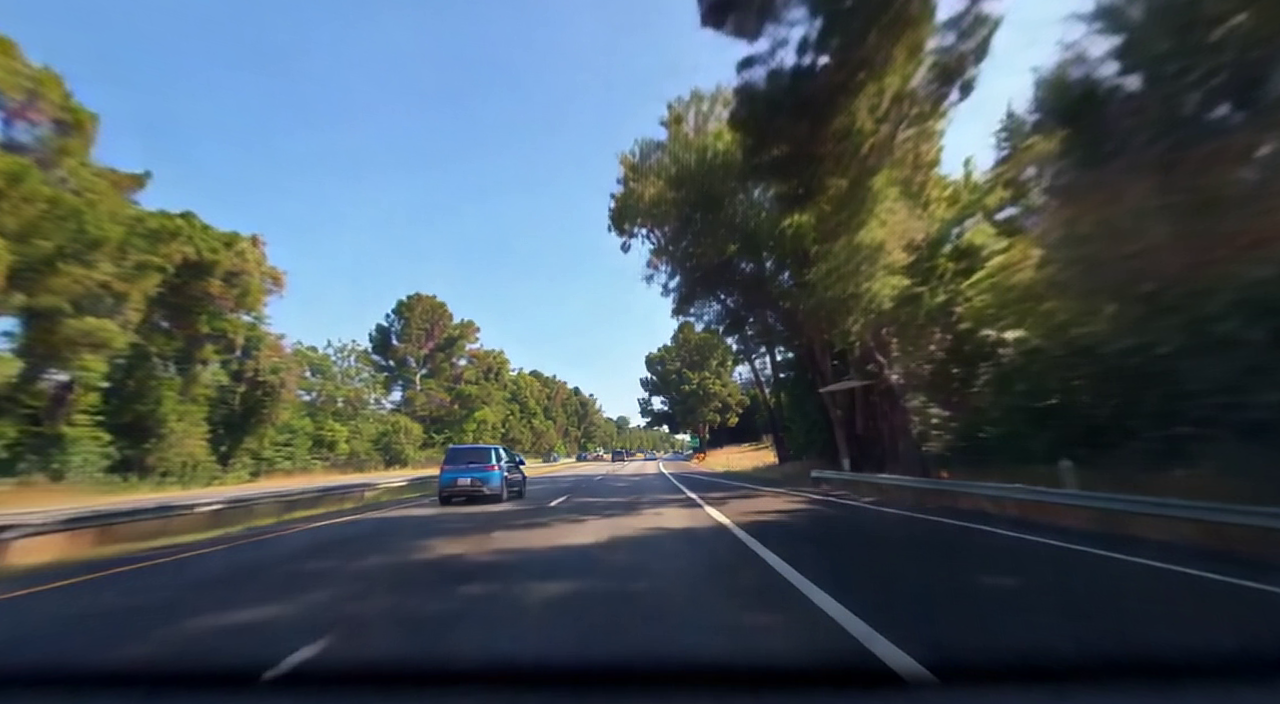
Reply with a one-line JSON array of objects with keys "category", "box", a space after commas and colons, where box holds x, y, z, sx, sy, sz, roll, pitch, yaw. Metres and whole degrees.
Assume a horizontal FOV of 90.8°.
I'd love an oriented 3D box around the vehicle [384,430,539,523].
[{"category": "vehicle", "box": [-3.760, 2.717, 14.321, 2.110, 1.727, 4.607, 0, -9, 1]}]
